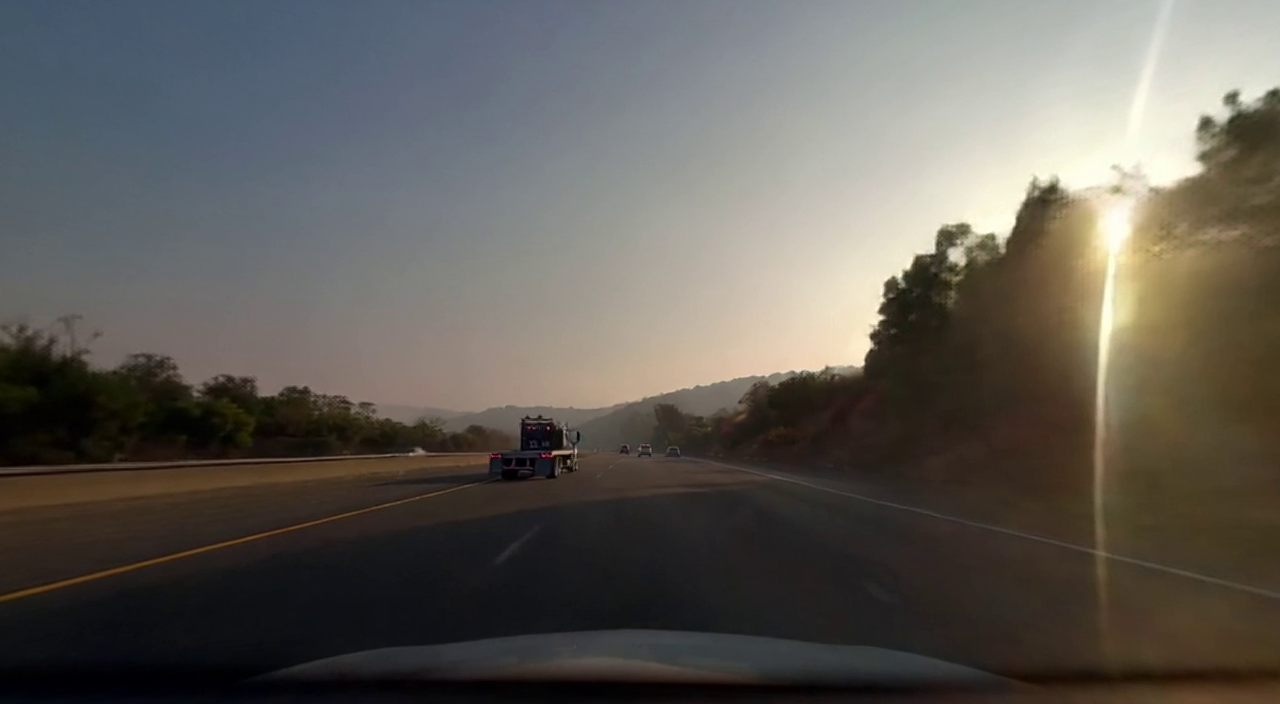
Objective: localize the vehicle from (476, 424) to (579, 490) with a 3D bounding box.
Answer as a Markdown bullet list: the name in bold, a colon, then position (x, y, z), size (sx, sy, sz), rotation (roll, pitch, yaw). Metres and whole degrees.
- **vehicle**: position (-3.572, 3.486, 21.297), size (2.379, 1.918, 5.504), rotation (0, -8, 1)
